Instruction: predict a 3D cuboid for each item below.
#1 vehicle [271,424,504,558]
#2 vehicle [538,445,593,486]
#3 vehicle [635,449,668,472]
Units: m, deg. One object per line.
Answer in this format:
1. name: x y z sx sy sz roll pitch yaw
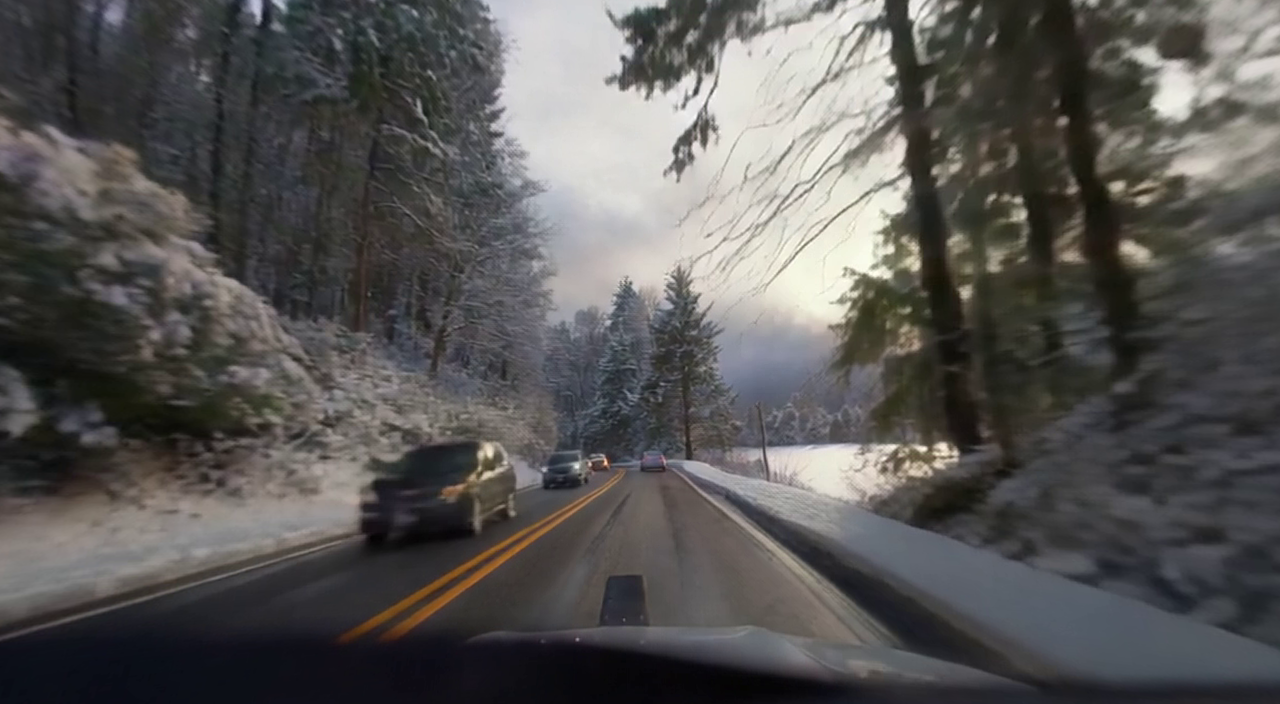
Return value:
1. vehicle: -4.075 2.314 11.297 2.170 1.872 4.643 0 -9 1
2. vehicle: -3.576 5.559 31.385 2.066 1.827 5.178 0 -9 0
3. vehicle: 0.720 7.513 43.745 2.120 1.491 4.349 0 -9 -1
